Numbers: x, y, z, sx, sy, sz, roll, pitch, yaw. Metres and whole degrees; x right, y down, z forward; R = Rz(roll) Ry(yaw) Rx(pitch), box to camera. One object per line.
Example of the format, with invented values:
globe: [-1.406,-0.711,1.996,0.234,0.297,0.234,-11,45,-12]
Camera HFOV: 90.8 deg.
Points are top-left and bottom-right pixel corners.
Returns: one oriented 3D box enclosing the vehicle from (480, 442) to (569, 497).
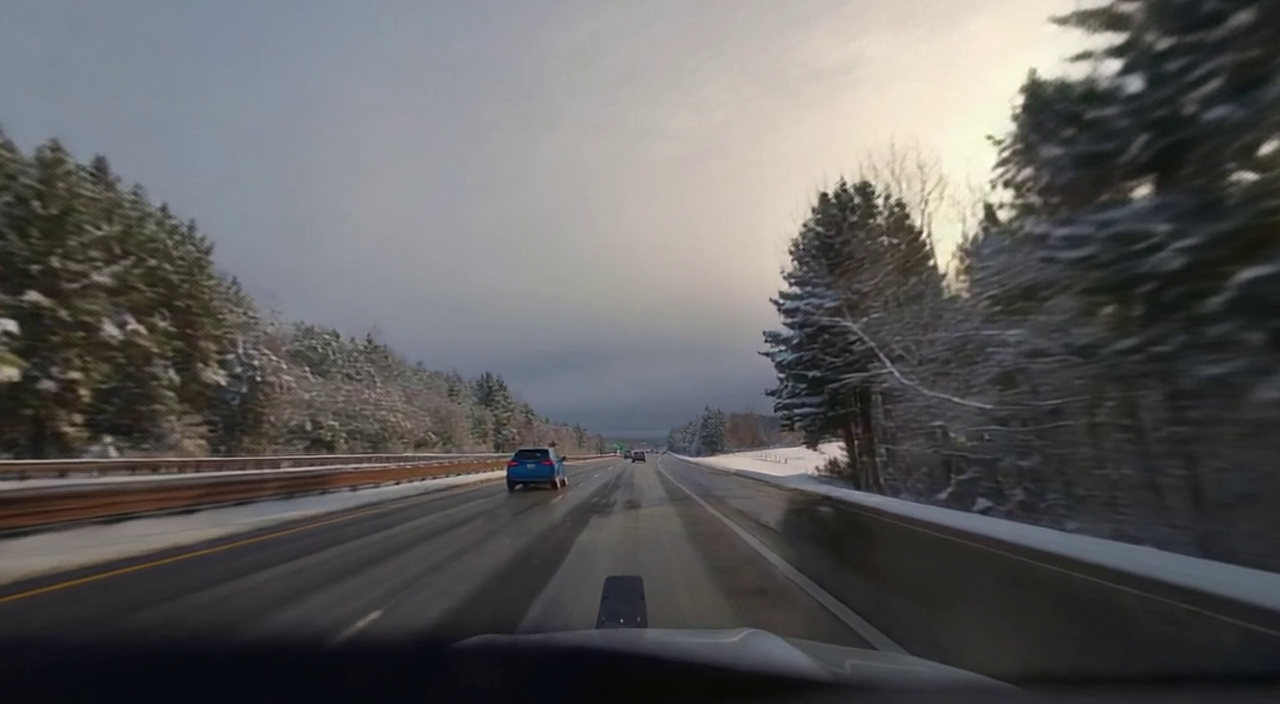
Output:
vehicle: [-3.621,3.765,20.609,2.088,1.586,4.000,0,-9,1]
